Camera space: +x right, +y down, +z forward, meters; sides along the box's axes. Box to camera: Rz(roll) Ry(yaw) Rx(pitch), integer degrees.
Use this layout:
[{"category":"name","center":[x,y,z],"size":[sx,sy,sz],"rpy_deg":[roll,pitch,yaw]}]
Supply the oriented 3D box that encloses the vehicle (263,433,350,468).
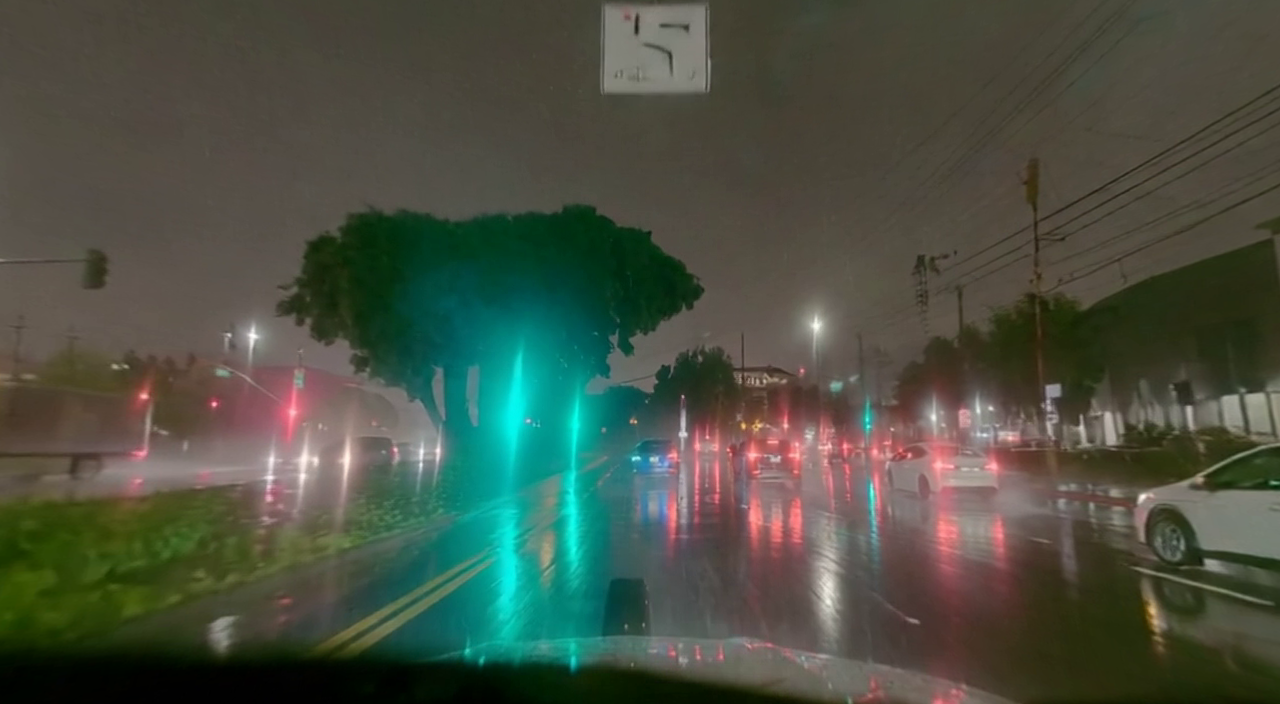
[{"category":"vehicle","center":[-17.984,5.331,34.332],"size":[2.076,1.762,4.895],"rpy_deg":[0,-8,0]}]

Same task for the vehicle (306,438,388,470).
[{"category":"vehicle","center":[-14.184,4.955,30.833],"size":[1.827,1.469,4.476],"rpy_deg":[0,-8,0]}]

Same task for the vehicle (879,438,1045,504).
[{"category":"vehicle","center":[8.092,3.012,16.459],"size":[1.882,1.463,4.543],"rpy_deg":[0,-8,-1]}]

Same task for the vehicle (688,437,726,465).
[{"category":"vehicle","center":[4.155,6.220,39.647],"size":[1.896,1.612,4.203],"rpy_deg":[0,-8,0]}]

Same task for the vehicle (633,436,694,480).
[{"category":"vehicle","center":[0.861,4.063,24.463],"size":[2.168,1.527,4.174],"rpy_deg":[0,-8,1]}]

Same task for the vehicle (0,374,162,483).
[{"category":"vehicle","center":[-21.321,2.345,19.308],"size":[3.354,3.314,12.985],"rpy_deg":[0,-8,-1]}]

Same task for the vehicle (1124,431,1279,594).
[{"category":"vehicle","center":[6.782,1.405,5.309],"size":[1.866,1.471,4.478],"rpy_deg":[0,-8,0]}]

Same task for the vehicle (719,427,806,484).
[{"category":"vehicle","center":[4.223,3.667,22.653],"size":[2.119,1.810,4.848],"rpy_deg":[0,-8,-1]}]
